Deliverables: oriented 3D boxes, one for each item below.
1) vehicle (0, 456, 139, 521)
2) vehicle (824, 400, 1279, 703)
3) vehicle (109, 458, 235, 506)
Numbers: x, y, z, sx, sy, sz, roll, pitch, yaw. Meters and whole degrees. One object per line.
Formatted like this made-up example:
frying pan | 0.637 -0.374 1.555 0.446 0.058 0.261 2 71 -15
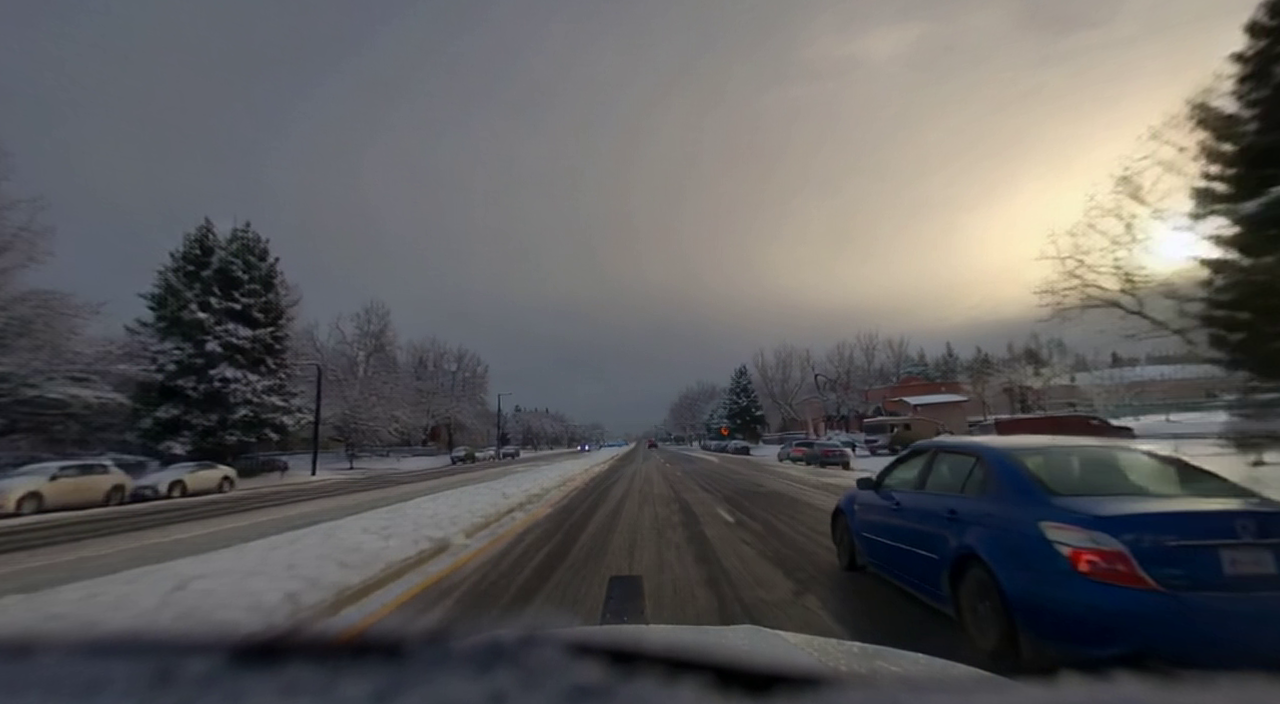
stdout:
vehicle | -18.719 4.194 19.931 1.993 1.686 4.698 0 -8 -2
vehicle | 3.057 1.211 4.455 2.141 1.443 4.499 0 -8 0
vehicle | -18.602 5.145 25.339 1.828 1.457 4.292 -3 -7 0
